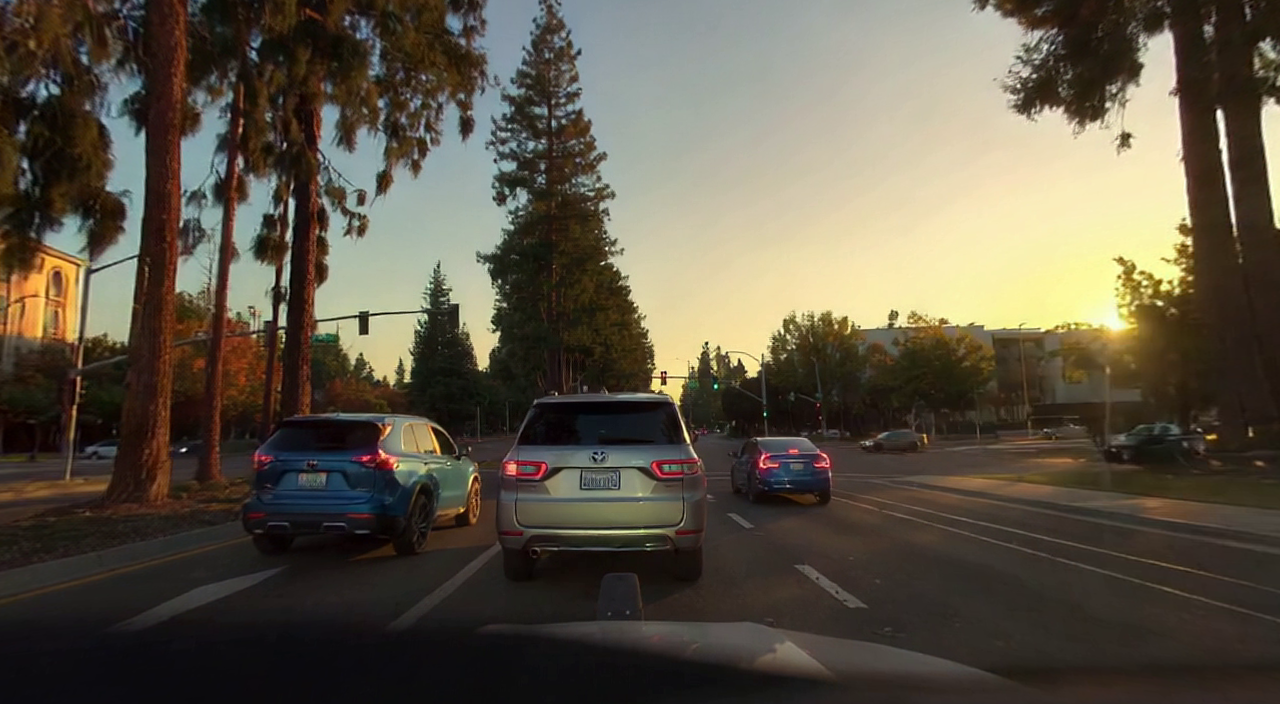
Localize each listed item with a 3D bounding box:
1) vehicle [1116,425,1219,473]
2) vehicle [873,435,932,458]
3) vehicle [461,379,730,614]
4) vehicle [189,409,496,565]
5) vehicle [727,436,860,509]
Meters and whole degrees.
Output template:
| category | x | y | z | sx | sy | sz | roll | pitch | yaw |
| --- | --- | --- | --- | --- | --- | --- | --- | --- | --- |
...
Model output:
| category | x | y | z | sx | sy | sz | roll | pitch | yaw |
| --- | --- | --- | --- | --- | --- | --- | --- | --- | --- |
| vehicle | 19.280 | 3.513 | 22.973 | 4.215 | 1.578 | 1.892 | 7 | -11 | -38 |
| vehicle | 19.986 | 7.202 | 47.910 | 4.361 | 1.653 | 2.034 | 6 | -10 | -35 |
| vehicle | -0.341 | 1.430 | 7.094 | 2.064 | 1.817 | 4.298 | 0 | -8 | 0 |
| vehicle | -3.733 | 1.793 | 9.137 | 2.160 | 1.666 | 4.583 | 0 | -8 | 1 |
| vehicle | 3.459 | 2.795 | 15.135 | 2.121 | 1.494 | 4.208 | 0 | -8 | 0 |
